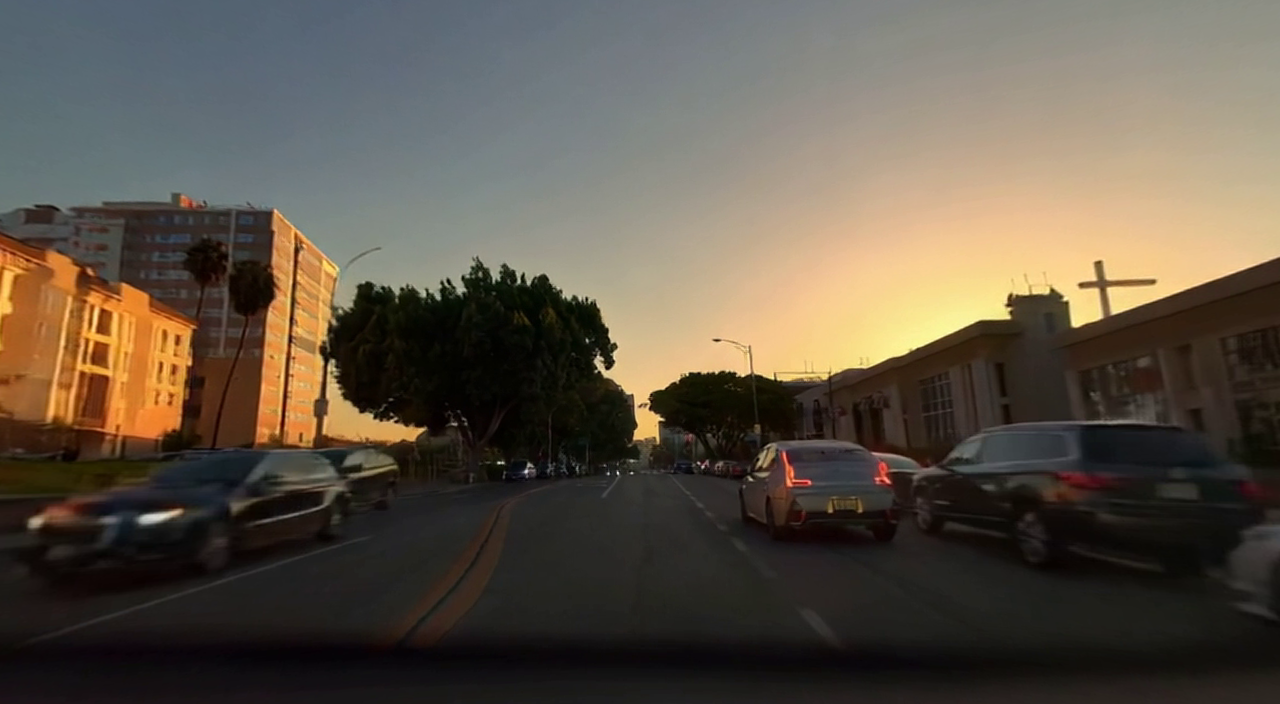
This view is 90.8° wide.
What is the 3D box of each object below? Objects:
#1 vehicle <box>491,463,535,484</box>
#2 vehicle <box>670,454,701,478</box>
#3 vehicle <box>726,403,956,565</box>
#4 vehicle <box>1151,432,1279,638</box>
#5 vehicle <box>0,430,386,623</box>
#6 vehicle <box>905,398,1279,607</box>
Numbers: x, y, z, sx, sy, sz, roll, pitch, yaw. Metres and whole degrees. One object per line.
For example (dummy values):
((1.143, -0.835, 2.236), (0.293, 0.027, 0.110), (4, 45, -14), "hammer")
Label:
((-9.197, 8.879, 46.295), (2.118, 1.305, 4.687), (-2, -9, 2), "vehicle")
((3.325, 8.496, 47.156), (2.196, 1.655, 3.939), (-1, -9, 3), "vehicle")
((2.636, 1.855, 9.571), (1.995, 1.858, 4.333), (0, -9, 0), "vehicle")
((5.447, 1.012, 2.742), (2.166, 1.399, 5.177), (0, -8, 0), "vehicle")
((-5.162, 1.733, 7.442), (2.153, 1.469, 4.939), (-1, -9, 2), "vehicle")
((5.694, 1.808, 8.563), (2.111, 2.007, 4.761), (0, -9, 0), "vehicle")
